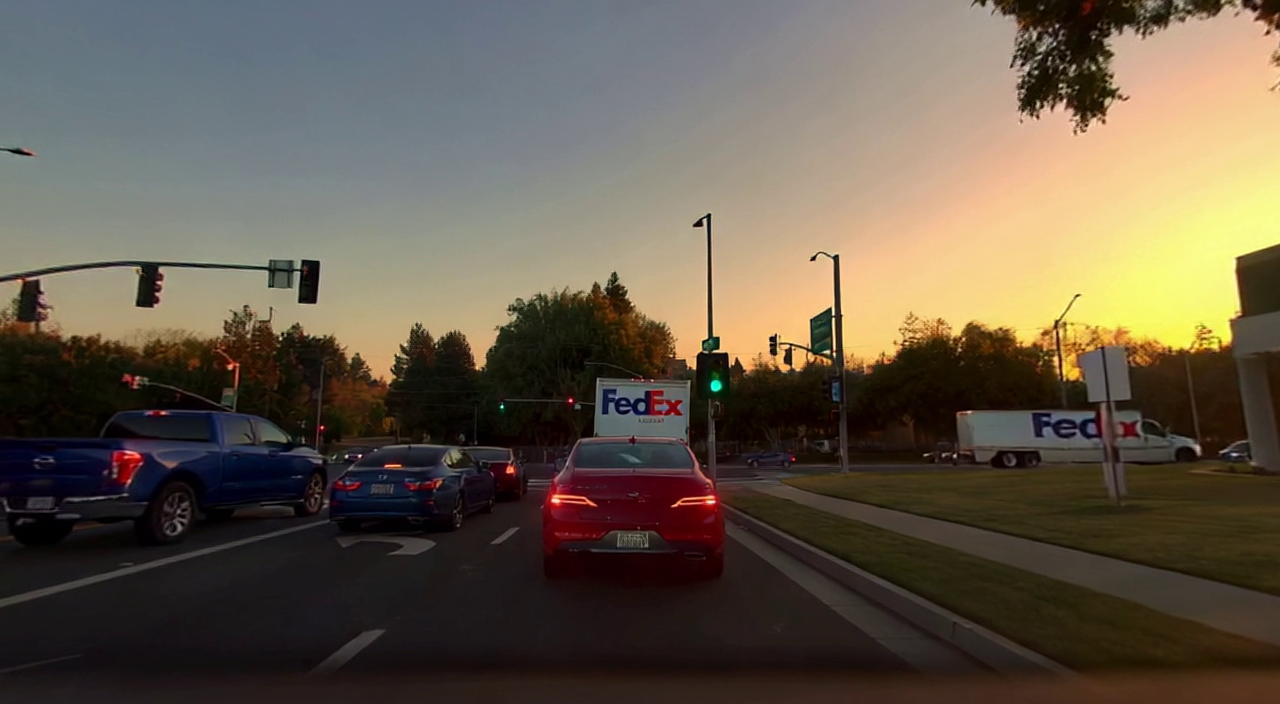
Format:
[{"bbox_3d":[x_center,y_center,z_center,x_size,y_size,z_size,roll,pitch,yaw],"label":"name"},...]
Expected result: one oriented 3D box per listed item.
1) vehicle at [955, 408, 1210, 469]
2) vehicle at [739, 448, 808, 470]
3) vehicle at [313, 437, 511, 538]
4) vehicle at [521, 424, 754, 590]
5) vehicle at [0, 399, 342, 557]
[{"bbox_3d":[25.908,5.158,37.150,12.889,3.380,3.345,1,-9,-4],"label":"vehicle"},{"bbox_3d":[10.255,8.230,48.347,4.805,1.498,1.889,0,-7,-5],"label":"vehicle"},{"bbox_3d":[-3.867,2.364,11.637,1.949,1.487,4.390,0,-9,1],"label":"vehicle"},{"bbox_3d":[-0.029,1.760,8.017,2.145,1.513,4.269,0,-9,0],"label":"vehicle"},{"bbox_3d":[-7.285,1.926,10.392,2.125,1.893,5.498,0,-9,-2],"label":"vehicle"}]
